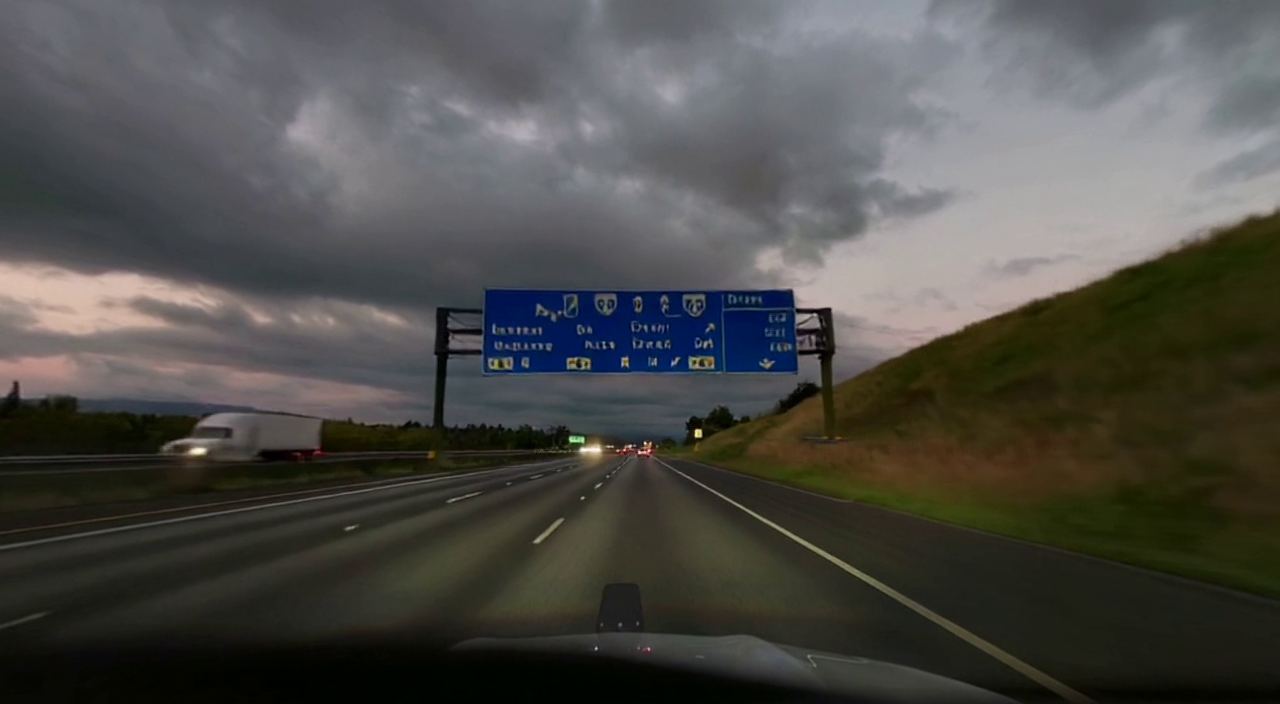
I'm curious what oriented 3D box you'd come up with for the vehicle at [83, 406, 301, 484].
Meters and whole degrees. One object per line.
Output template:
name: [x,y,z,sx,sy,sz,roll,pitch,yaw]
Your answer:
vehicle: [-19.307,4.204,28.346,2.853,2.929,9.362,0,-9,0]
